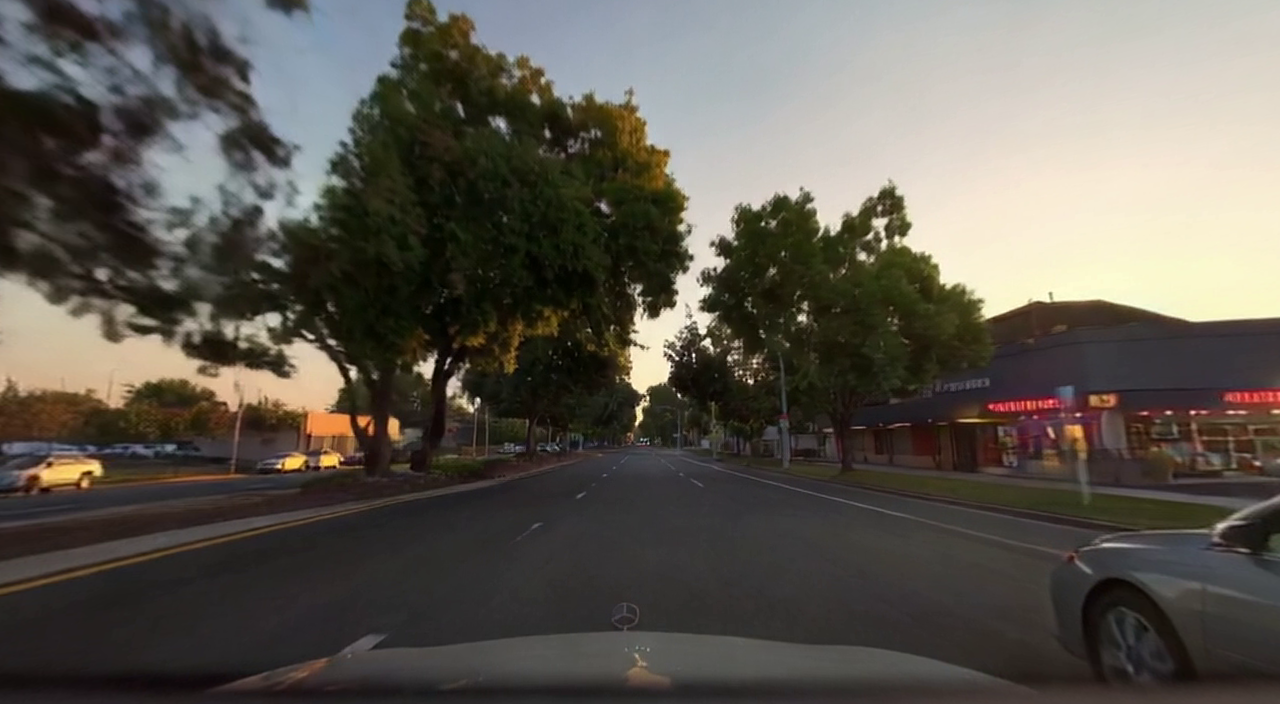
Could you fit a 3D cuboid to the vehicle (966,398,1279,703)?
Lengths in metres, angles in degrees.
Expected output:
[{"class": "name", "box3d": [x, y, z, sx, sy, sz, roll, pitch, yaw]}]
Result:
[{"class": "vehicle", "box3d": [3.139, 0.840, 1.773, 2.004, 1.470, 4.544, -1, -8, 0]}]

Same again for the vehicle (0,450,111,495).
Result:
[{"class": "vehicle", "box3d": [-22.378, 4.394, 23.309, 1.784, 1.438, 4.471, -1, -8, 1]}]

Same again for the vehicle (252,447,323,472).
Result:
[{"class": "vehicle", "box3d": [-22.124, 6.762, 39.848, 1.771, 1.445, 4.321, -1, -8, 4]}]
